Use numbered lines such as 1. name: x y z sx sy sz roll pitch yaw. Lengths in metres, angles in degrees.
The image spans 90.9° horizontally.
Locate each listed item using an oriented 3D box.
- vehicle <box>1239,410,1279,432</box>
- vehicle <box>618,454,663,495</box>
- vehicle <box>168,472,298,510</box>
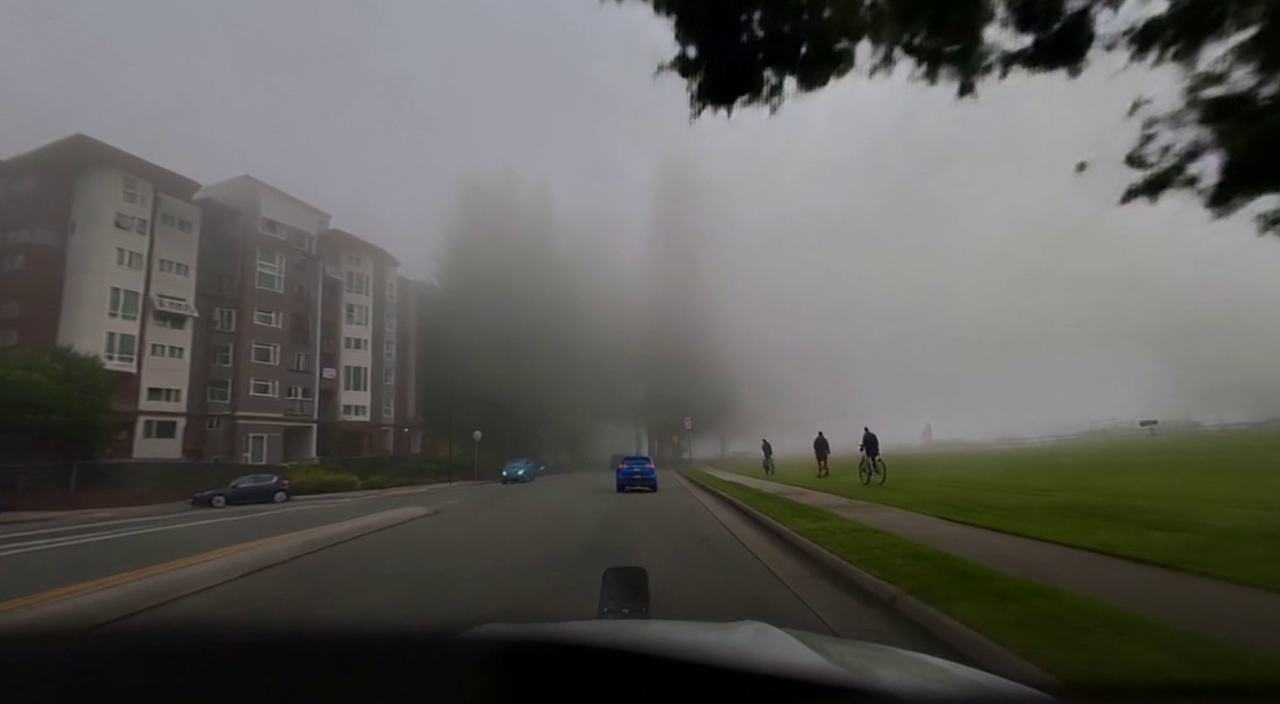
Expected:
1. vehicle: 49.230 5.363 48.801 4.294 1.638 1.998 2 -9 -15
2. vehicle: 0.034 4.431 22.945 1.559 1.351 2.452 -1 -10 1
3. vehicle: -18.935 6.416 29.475 2.116 1.409 4.607 -8 -12 43
